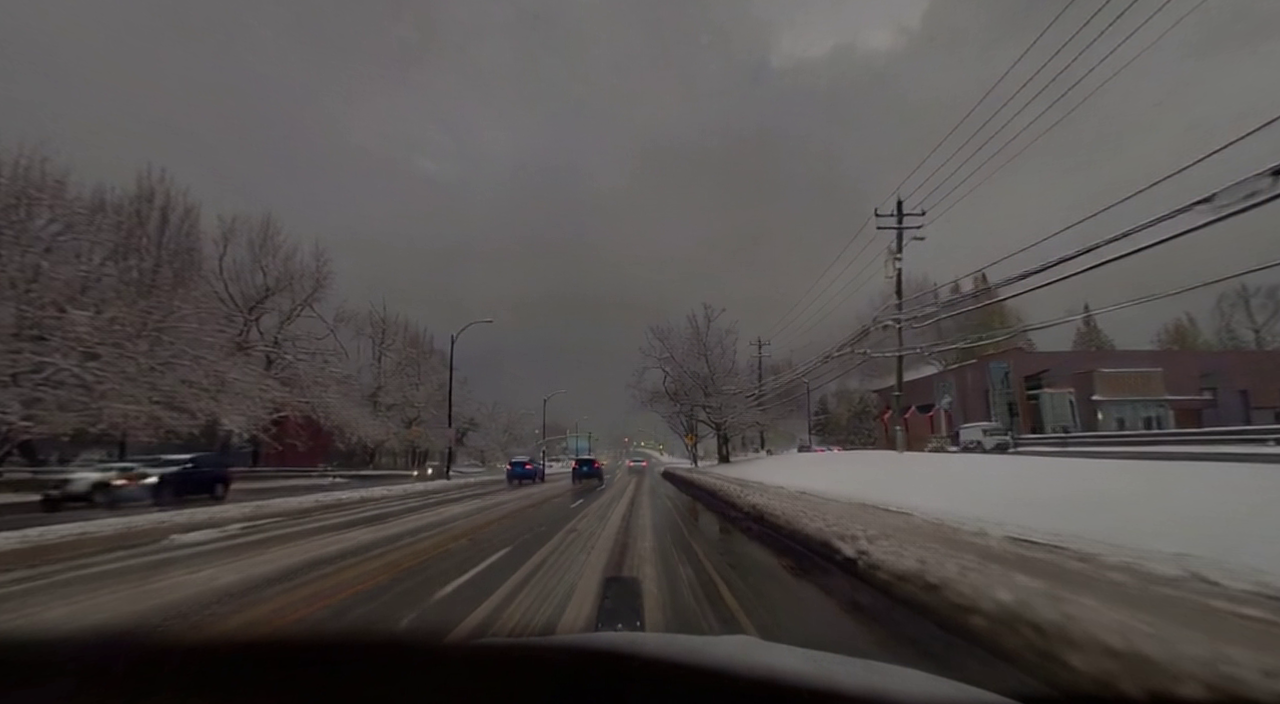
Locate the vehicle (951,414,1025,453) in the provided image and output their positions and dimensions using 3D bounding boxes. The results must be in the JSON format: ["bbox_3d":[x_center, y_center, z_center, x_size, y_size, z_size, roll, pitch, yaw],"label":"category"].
[{"bbox_3d":[24.836,5.959,45.254,2.347,2.576,5.846,0,-9,5],"label":"vehicle"}]

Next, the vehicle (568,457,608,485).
[{"bbox_3d":[-3.315,7.656,40.819,2.085,1.663,4.513,0,-9,2],"label":"vehicle"}]

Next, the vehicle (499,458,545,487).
[{"bbox_3d":[-7.179,7.369,38.774,1.932,1.596,4.247,0,-9,1],"label":"vehicle"}]

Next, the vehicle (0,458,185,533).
[{"bbox_3d":[-13.542,3.341,15.235,1.909,1.502,4.355,1,-9,-3],"label":"vehicle"}]

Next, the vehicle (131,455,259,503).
[{"bbox_3d":[-19.446,5.530,27.890,2.057,1.886,4.884,0,-9,0],"label":"vehicle"}]
